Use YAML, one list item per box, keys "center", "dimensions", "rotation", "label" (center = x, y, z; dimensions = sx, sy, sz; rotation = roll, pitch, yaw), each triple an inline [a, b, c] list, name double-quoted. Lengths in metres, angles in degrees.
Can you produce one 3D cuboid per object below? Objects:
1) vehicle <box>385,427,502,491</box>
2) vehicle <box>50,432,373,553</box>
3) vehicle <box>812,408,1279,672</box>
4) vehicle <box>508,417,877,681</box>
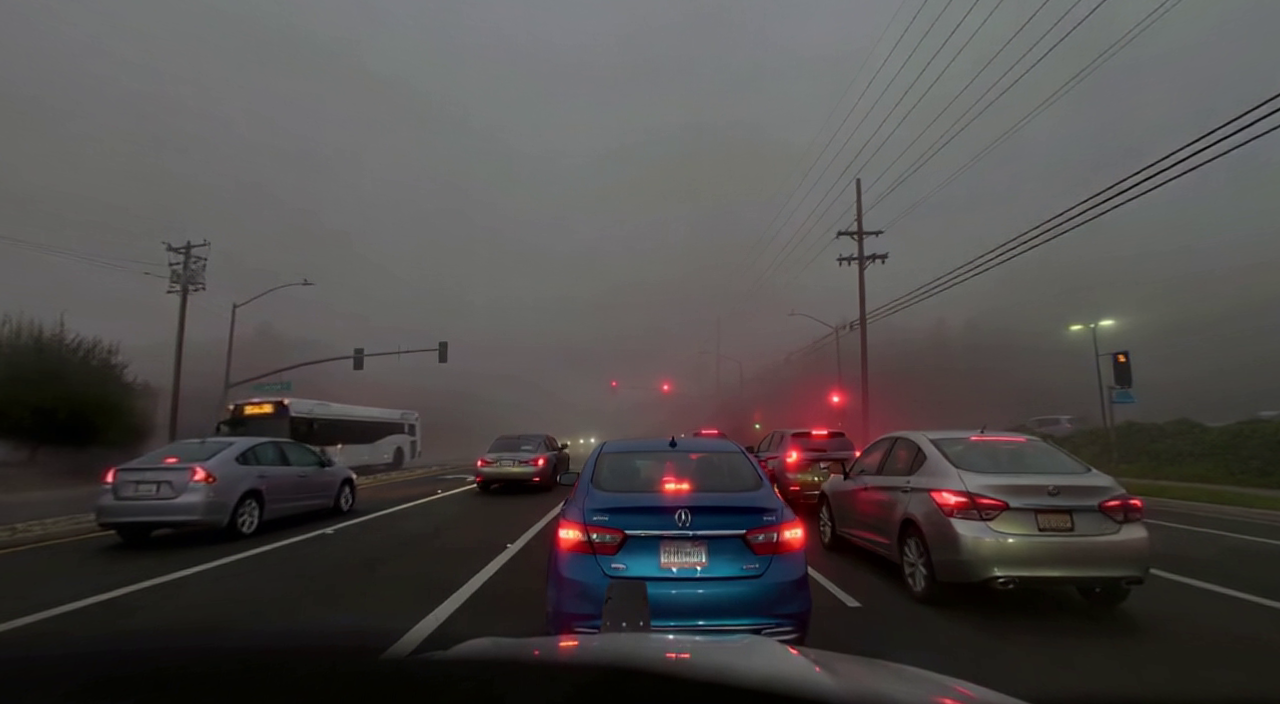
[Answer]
- center: [-6.262, 3.489, 20.899]
  dimensions: [2.070, 1.824, 5.196]
  rotation: [-1, -8, 2]
  label: "vehicle"
- center: [-6.404, 2.114, 10.321]
  dimensions: [1.955, 1.497, 4.639]
  rotation: [-1, -8, 1]
  label: "vehicle"
- center: [3.130, 1.401, 5.825]
  dimensions: [1.870, 1.523, 4.096]
  rotation: [0, -8, -1]
  label: "vehicle"
- center: [0.280, 1.418, 5.669]
  dimensions: [2.109, 1.483, 3.964]
  rotation: [0, -8, -1]
  label: "vehicle"
